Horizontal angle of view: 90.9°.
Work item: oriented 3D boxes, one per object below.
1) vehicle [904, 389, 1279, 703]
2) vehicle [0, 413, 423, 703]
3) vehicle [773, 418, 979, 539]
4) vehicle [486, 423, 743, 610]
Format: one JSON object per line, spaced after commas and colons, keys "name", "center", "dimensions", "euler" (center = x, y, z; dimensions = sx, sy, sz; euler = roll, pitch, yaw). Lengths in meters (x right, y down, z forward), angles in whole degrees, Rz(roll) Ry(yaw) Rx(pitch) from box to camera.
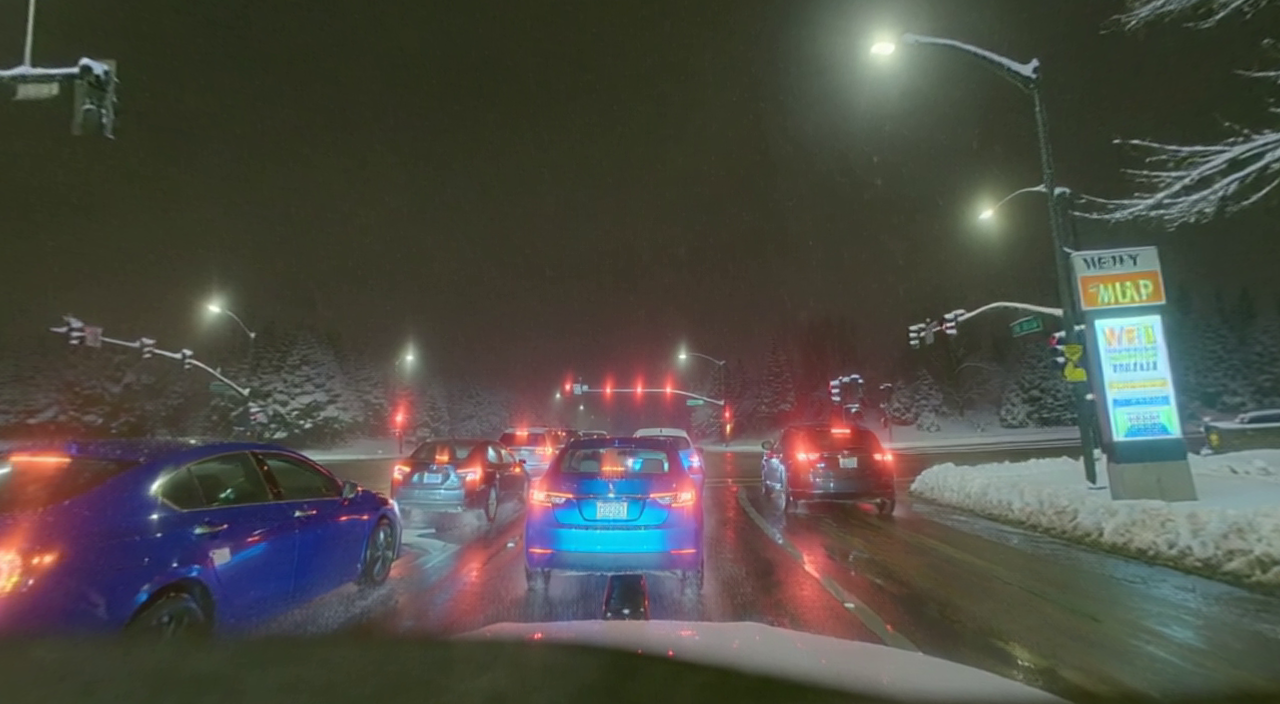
{"name": "vehicle", "center": [3.416, 1.072, 3.561], "dimensions": [1.981, 1.499, 4.536], "euler": [0, -8, 2]}
{"name": "vehicle", "center": [-3.403, 1.299, 4.721], "dimensions": [1.980, 1.454, 4.226], "euler": [0, -8, 1]}
{"name": "vehicle", "center": [3.768, 2.097, 11.019], "dimensions": [2.007, 1.683, 4.171], "euler": [0, -8, 1]}
{"name": "vehicle", "center": [-0.192, 1.622, 7.124], "dimensions": [2.059, 1.477, 3.988], "euler": [0, -8, 0]}
